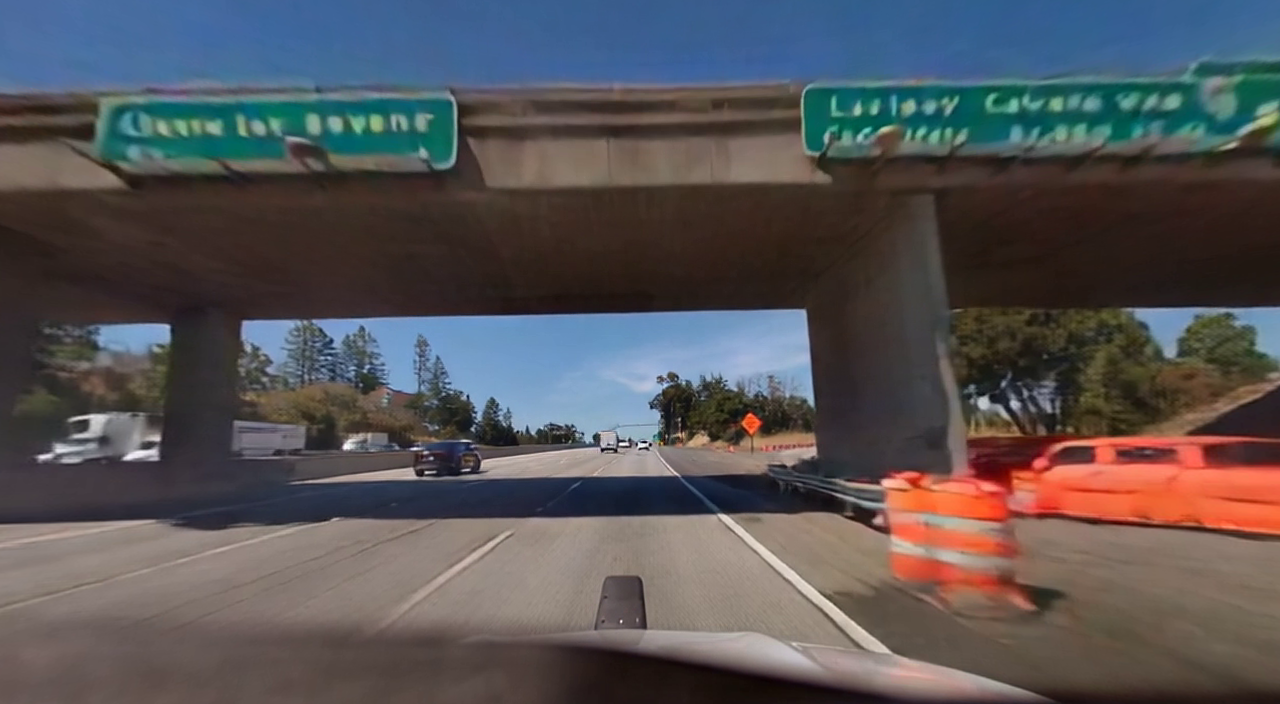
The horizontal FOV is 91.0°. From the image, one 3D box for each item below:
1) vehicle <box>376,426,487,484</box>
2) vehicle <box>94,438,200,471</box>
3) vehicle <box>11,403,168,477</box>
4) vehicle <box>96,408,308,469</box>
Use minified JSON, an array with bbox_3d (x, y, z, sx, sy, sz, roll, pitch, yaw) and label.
[{"bbox_3d":[-7.015,3.544,21.901,2.103,1.775,4.966,0,-8,1],"label":"vehicle"},{"bbox_3d":[-25.828,5.369,33.205,1.832,1.611,4.353,-1,-9,4],"label":"vehicle"},{"bbox_3d":[-29.937,4.853,34.669,3.023,3.710,5.853,0,-8,2],"label":"vehicle"},{"bbox_3d":[-29.908,6.295,45.114,2.884,3.515,17.319,0,-9,0],"label":"vehicle"}]
